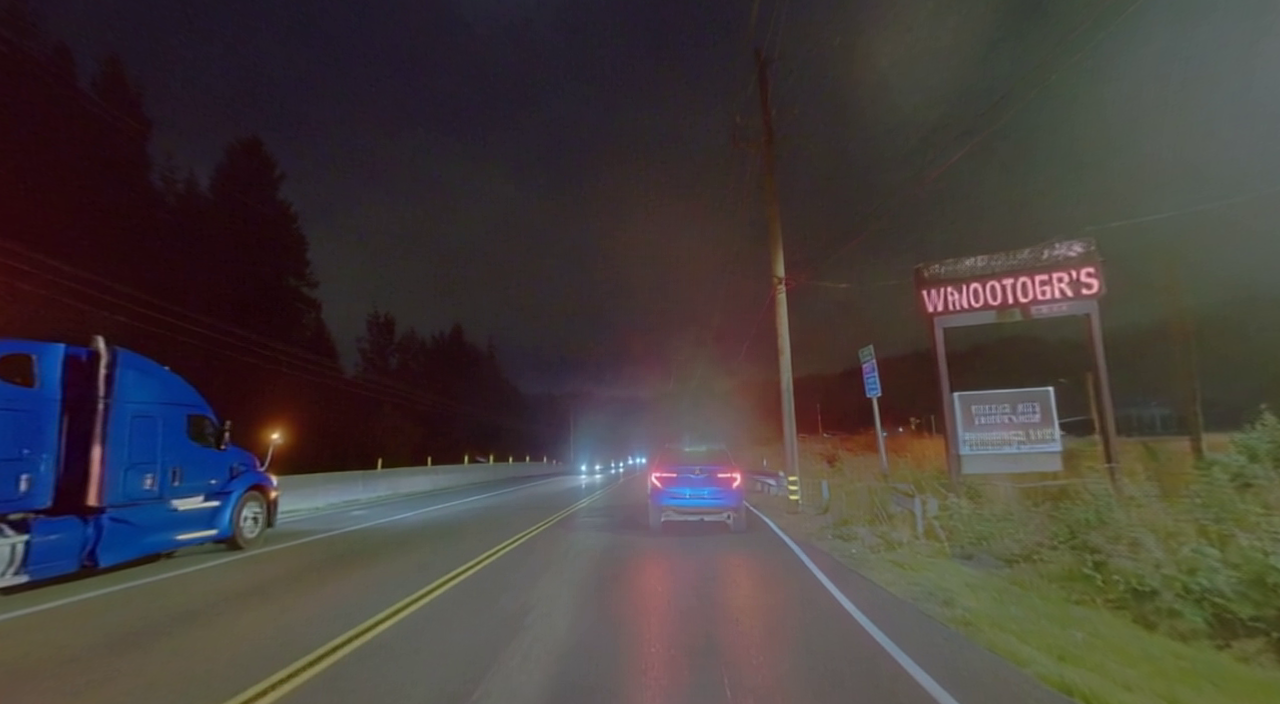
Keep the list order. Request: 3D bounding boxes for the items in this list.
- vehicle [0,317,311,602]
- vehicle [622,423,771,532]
[{"bbox_3d":[-8.452,1.431,8.229,3.395,3.071,7.634,-7,-6,7],"label":"vehicle"},{"bbox_3d":[0.827,2.039,10.763,2.081,1.503,3.726,0,-8,1],"label":"vehicle"}]
